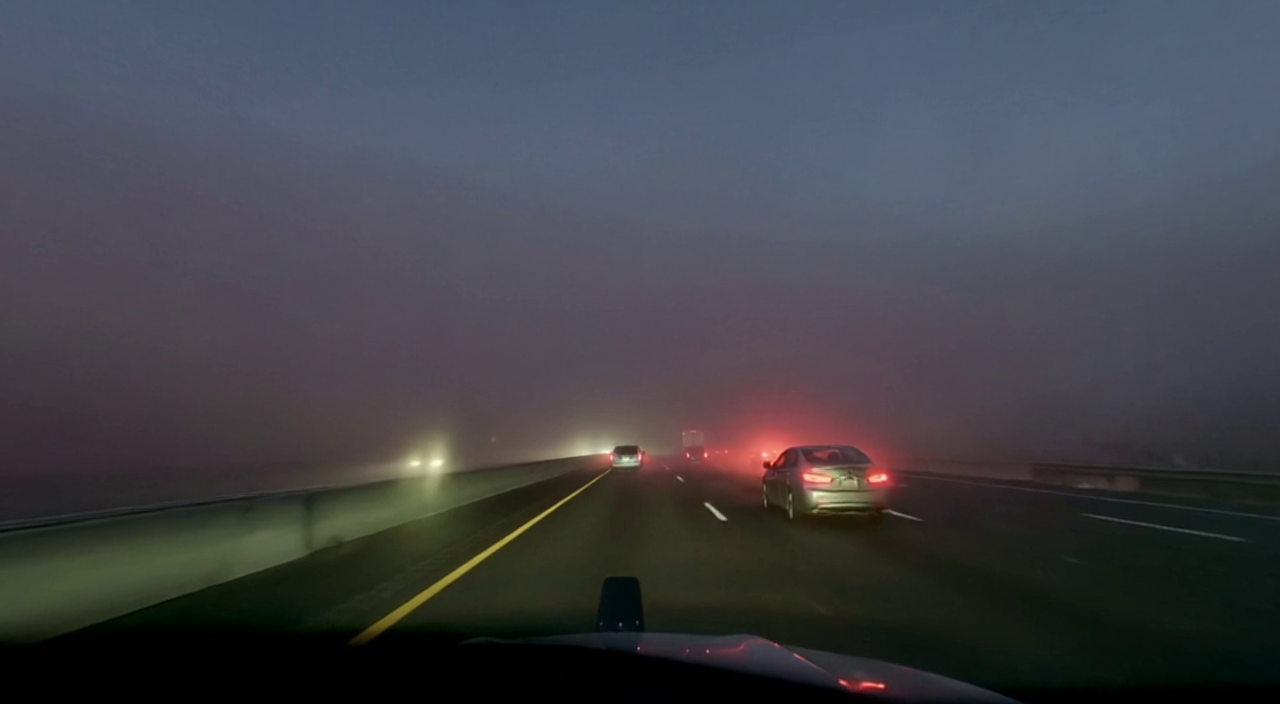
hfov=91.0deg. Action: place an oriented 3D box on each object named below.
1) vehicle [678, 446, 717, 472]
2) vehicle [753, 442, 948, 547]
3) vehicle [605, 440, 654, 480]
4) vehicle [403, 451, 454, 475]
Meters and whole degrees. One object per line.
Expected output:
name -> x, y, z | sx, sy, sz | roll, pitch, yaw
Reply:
vehicle -> 3.651, 6.888, 40.730 | 2.047, 1.540, 4.294 | 0, -9, 0
vehicle -> 3.371, 2.347, 11.045 | 2.004, 1.471, 4.032 | 0, -9, 0
vehicle -> -0.447, 5.078, 29.893 | 2.142, 1.724, 4.344 | 0, -9, 0
vehicle -> -14.200, 7.480, 42.541 | 1.884, 1.510, 4.230 | 0, -9, 1
